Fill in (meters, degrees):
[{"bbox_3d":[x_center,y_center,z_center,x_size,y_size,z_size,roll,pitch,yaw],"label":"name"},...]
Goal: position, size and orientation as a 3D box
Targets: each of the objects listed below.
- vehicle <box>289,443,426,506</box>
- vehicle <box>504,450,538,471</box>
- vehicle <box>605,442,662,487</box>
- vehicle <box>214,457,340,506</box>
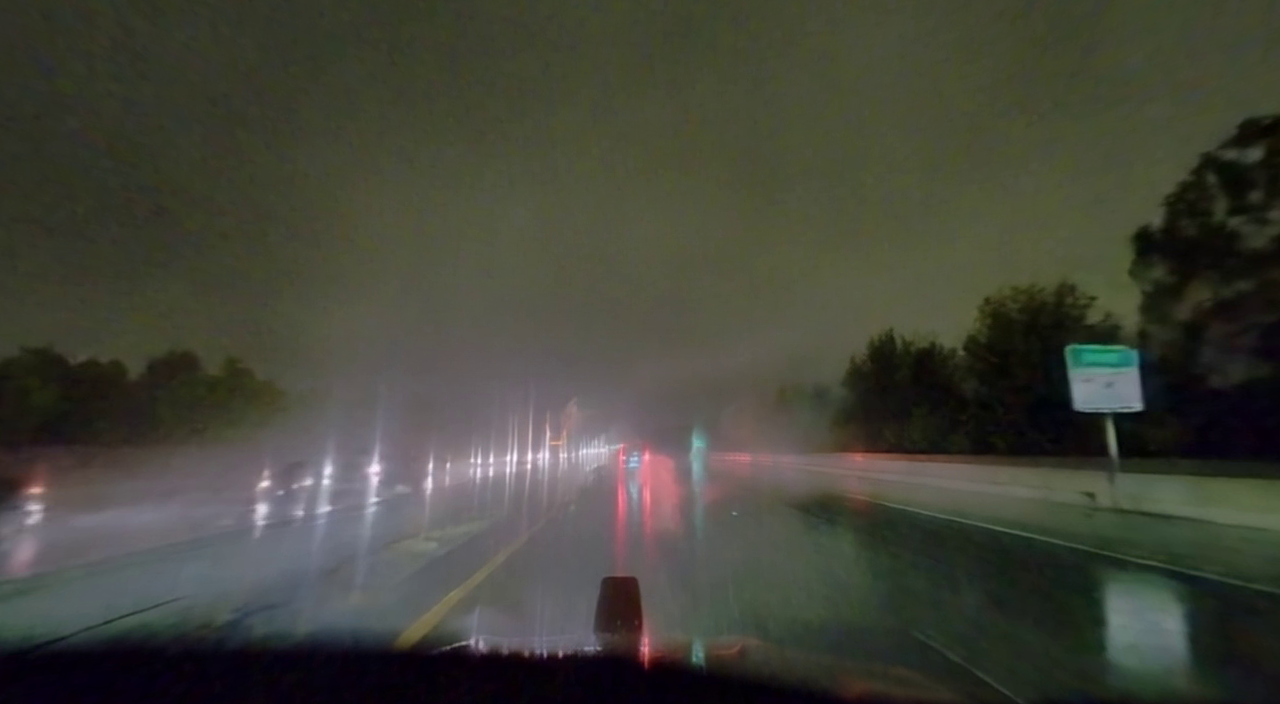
[{"bbox_3d":[-8.336,3.627,19.034,2.090,1.653,4.437,0,-9,0],"label":"vehicle"},{"bbox_3d":[-9.136,8.381,48.422,1.893,1.519,4.127,0,-9,-1],"label":"vehicle"},{"bbox_3d":[-0.284,4.217,23.715,1.971,1.518,4.108,0,-9,-2],"label":"vehicle"},{"bbox_3d":[-12.797,4.558,22.492,1.864,1.488,4.473,0,-9,-1],"label":"vehicle"}]
